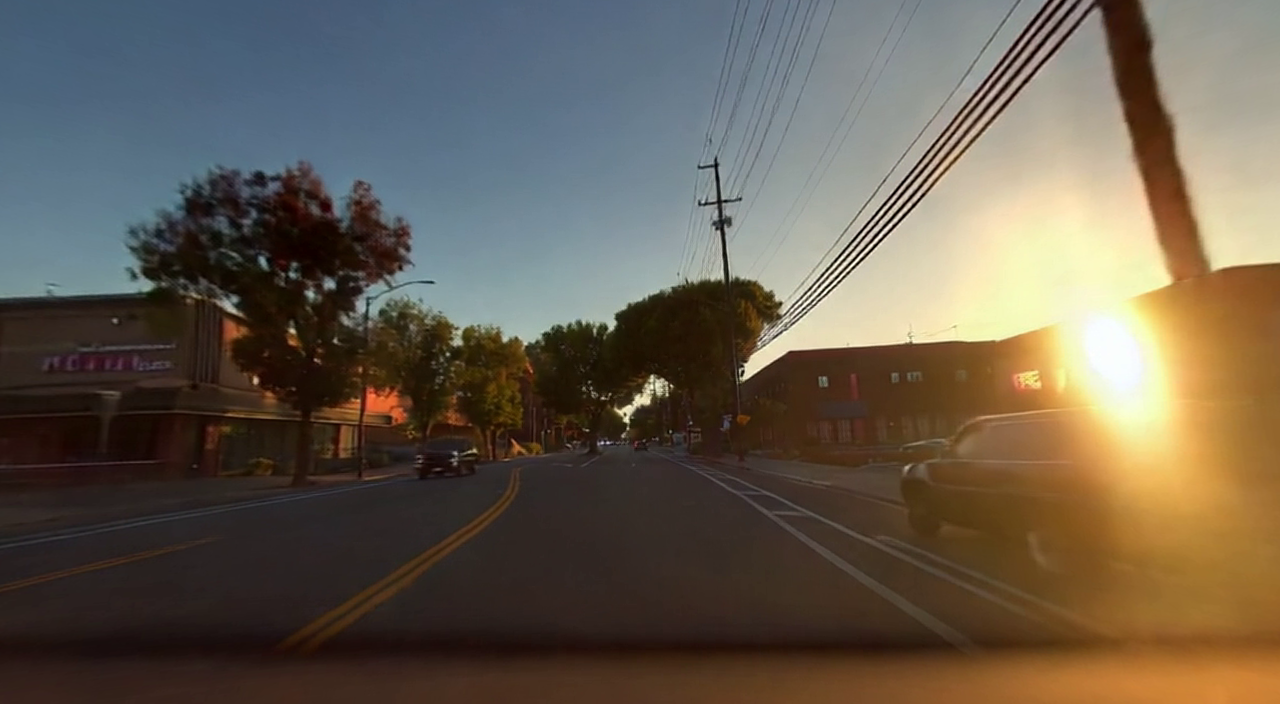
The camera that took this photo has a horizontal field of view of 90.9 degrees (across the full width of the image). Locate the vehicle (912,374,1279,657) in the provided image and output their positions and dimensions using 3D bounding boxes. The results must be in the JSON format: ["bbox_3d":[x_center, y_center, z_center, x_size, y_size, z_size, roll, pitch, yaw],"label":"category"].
[{"bbox_3d":[4.959,1.419,6.548,2.182,1.850,4.705,0,-9,1],"label":"vehicle"}]

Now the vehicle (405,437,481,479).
[{"bbox_3d":[-8.654,4.685,28.113,1.973,1.704,4.476,0,-9,-1],"label":"vehicle"}]
